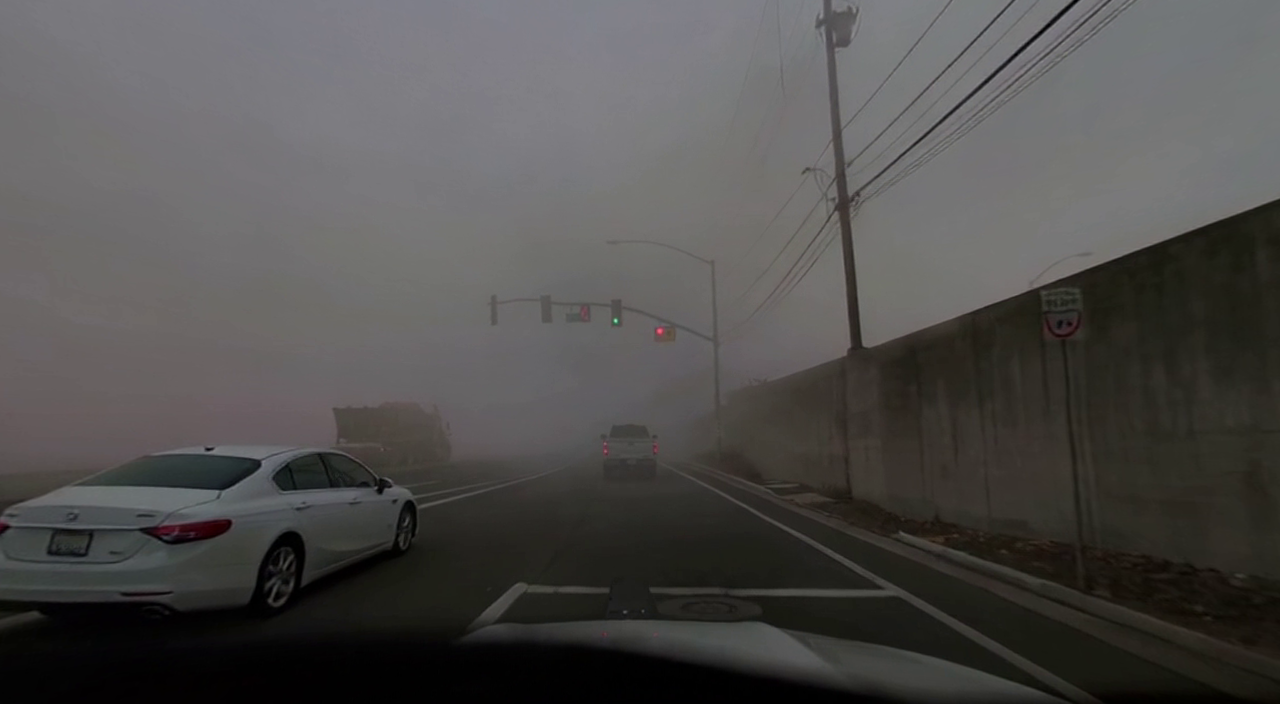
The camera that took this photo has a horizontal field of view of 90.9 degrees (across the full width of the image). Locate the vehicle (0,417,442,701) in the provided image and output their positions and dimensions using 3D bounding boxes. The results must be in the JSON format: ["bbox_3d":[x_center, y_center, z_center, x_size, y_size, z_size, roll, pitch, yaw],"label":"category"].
[{"bbox_3d":[-3.710,1.462,5.882,2.019,1.480,4.966,0,-8,1],"label":"vehicle"}]

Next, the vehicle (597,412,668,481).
[{"bbox_3d":[-0.345,3.553,23.830,2.355,2.305,5.336,0,-9,-2],"label":"vehicle"}]
